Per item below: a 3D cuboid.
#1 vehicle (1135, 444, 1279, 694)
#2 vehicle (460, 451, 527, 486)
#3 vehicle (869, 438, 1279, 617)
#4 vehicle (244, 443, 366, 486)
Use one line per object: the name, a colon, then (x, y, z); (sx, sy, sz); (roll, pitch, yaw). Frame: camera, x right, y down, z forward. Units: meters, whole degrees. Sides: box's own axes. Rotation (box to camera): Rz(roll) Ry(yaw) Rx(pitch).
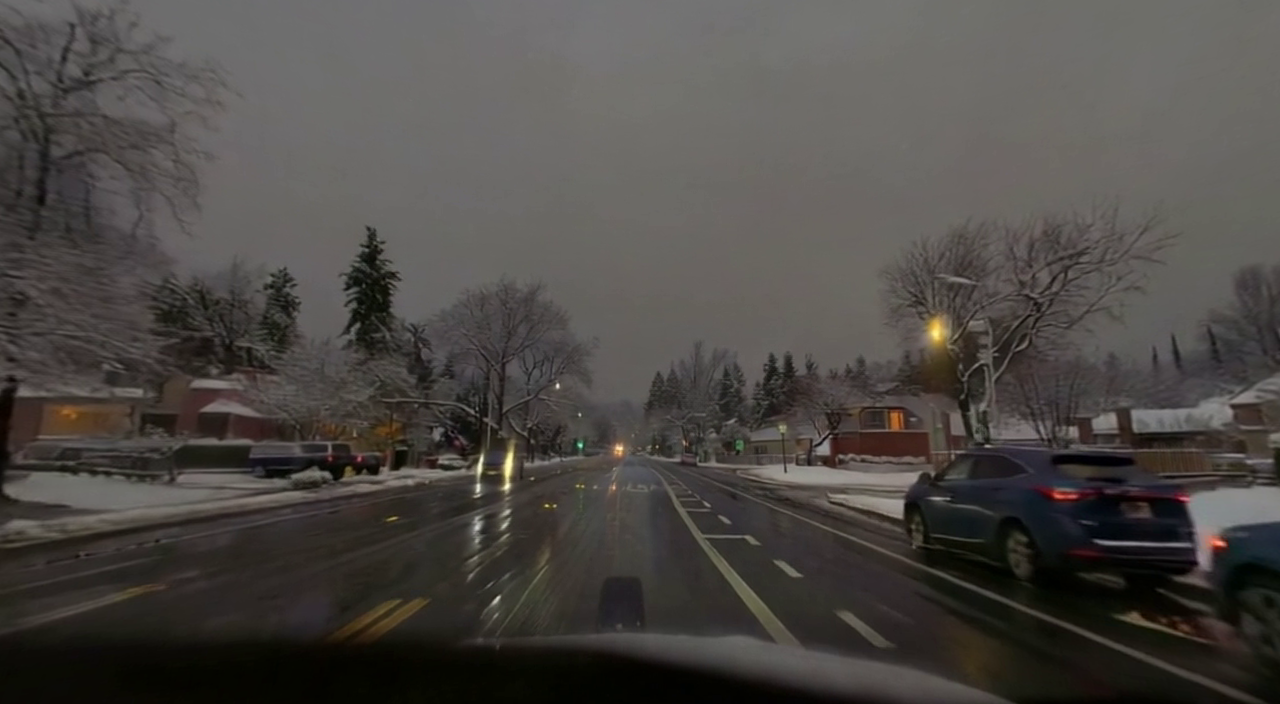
vehicle: (5.124, 1.259, 3.095); (1.891, 1.611, 4.269); (0, -9, 0)
vehicle: (-6.832, 5.464, 30.058); (2.057, 1.495, 4.592); (0, -9, 1)
vehicle: (5.076, 1.978, 8.240); (2.349, 1.632, 4.594); (0, -9, -1)
vehicle: (-16.530, 5.538, 31.429); (5.125, 1.941, 2.086); (4, -10, -27)
